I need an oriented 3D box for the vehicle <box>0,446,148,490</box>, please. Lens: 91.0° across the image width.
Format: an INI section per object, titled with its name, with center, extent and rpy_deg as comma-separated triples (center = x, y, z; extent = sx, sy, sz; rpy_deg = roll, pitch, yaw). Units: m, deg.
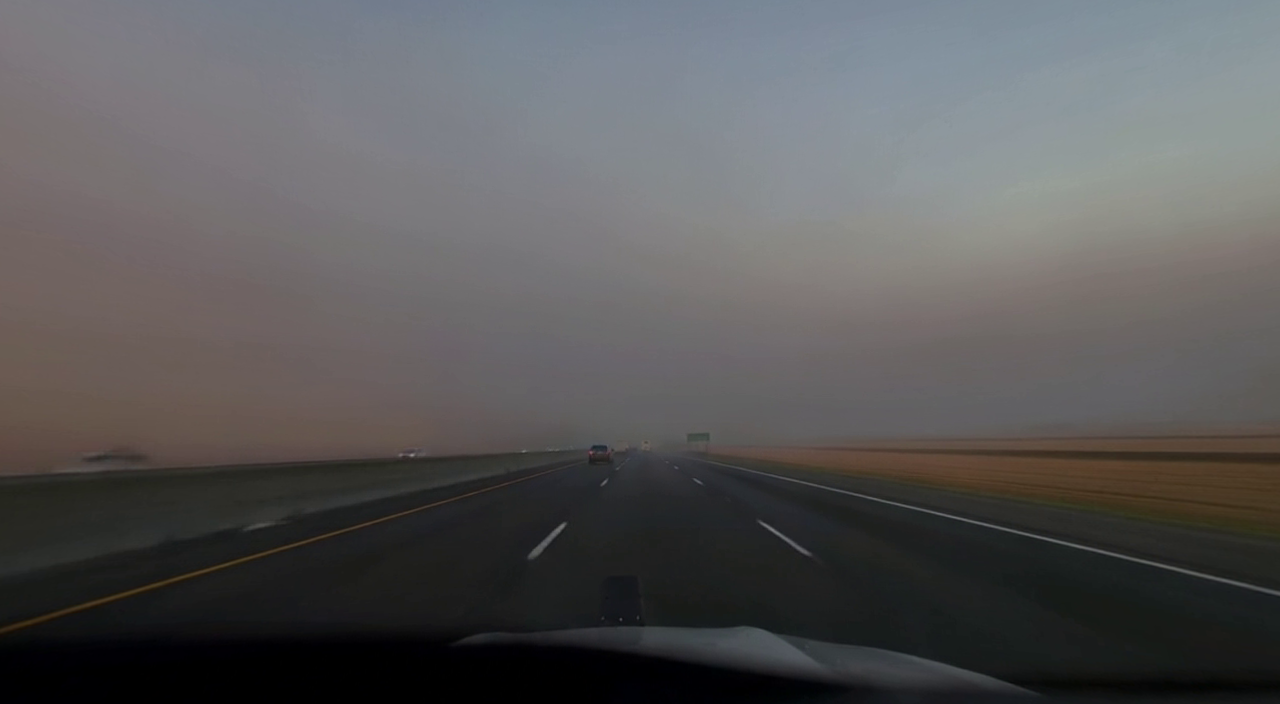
[vehicle]
center = -24.042, 4.883, 26.942
extent = 1.975, 1.714, 4.818
rpy_deg = 0, -9, 1
